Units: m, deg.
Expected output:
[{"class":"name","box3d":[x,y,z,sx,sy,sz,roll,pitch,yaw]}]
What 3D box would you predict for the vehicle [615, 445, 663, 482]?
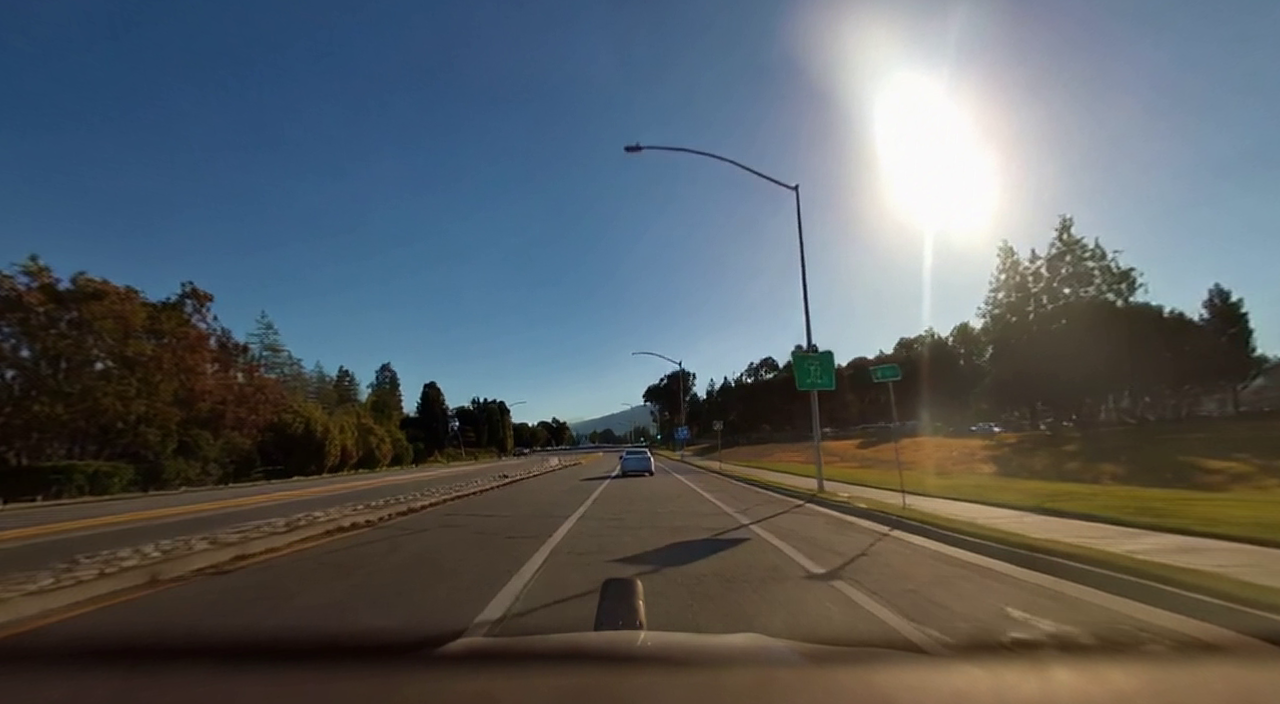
[{"class":"vehicle","box3d":[-0.056,4.812,27.345,1.954,1.469,3.465,0,-9,-1]}]
